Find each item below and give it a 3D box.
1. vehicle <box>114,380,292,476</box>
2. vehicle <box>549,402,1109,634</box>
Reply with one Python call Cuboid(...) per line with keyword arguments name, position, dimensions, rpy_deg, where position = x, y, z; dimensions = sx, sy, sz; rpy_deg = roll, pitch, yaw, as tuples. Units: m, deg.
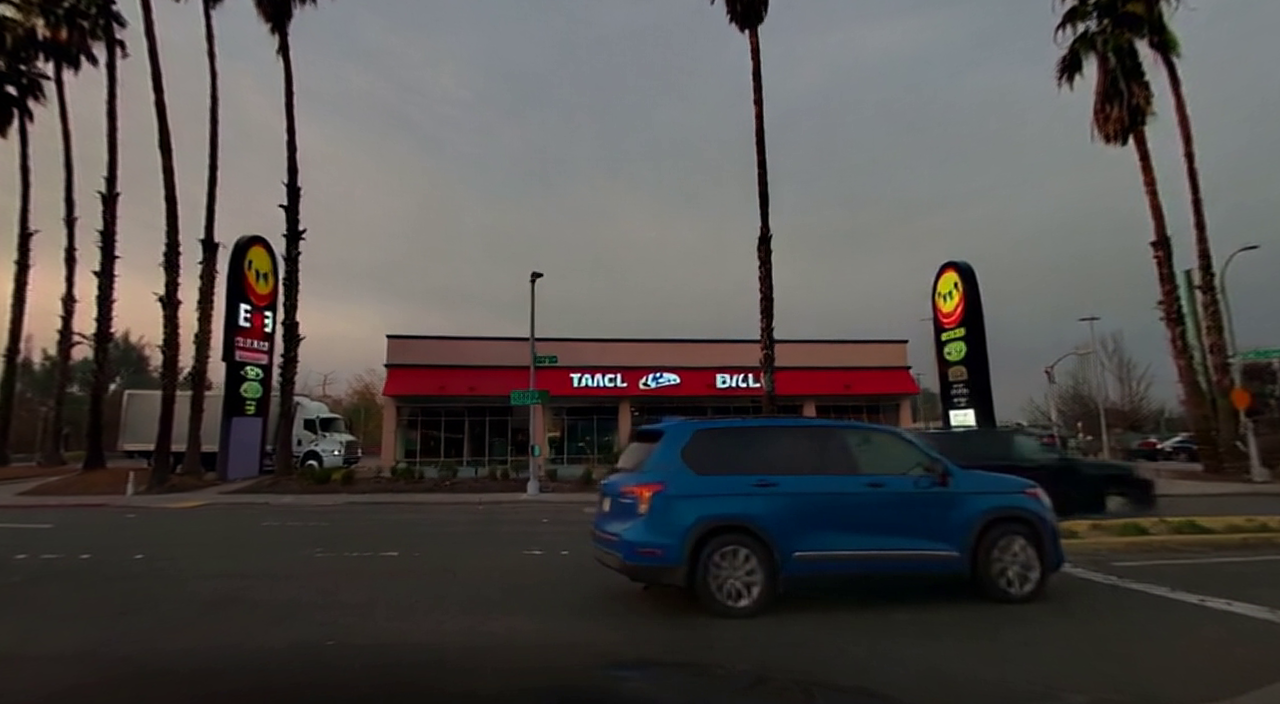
Cuboid(name="vehicle", position=(-19.979, 3.679, 29.739), dimensions=(3.034, 3.929, 7.699), rpy_deg=(0, -9, -3))
Cuboid(name="vehicle", position=(1.461, 1.436, 6.088), dimensions=(4.493, 1.728, 2.137), rpy_deg=(1, -9, -5))
